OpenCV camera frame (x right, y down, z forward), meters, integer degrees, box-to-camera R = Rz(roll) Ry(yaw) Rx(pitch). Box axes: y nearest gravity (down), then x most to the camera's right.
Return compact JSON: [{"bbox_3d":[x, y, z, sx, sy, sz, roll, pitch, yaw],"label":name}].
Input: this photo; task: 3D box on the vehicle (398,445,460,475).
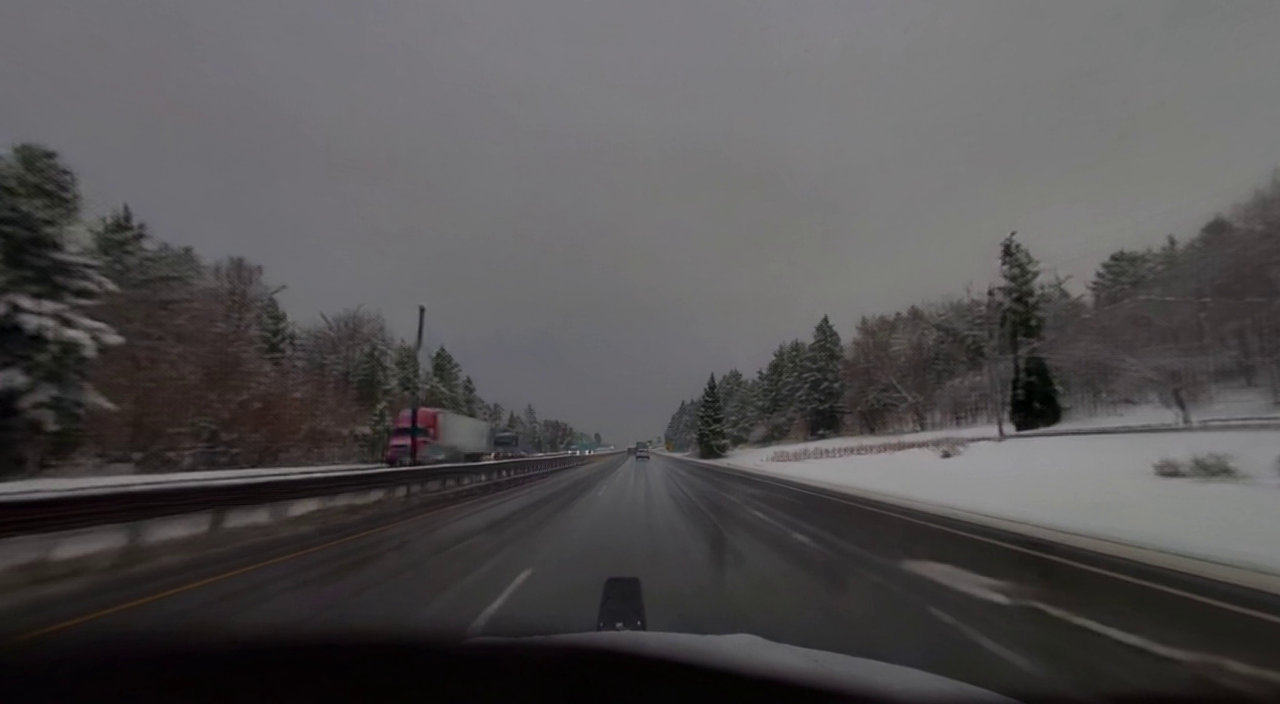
[{"bbox_3d":[-11.721,6.009,35.297,1.875,1.503,4.582,0,-9,0],"label":"vehicle"}]
